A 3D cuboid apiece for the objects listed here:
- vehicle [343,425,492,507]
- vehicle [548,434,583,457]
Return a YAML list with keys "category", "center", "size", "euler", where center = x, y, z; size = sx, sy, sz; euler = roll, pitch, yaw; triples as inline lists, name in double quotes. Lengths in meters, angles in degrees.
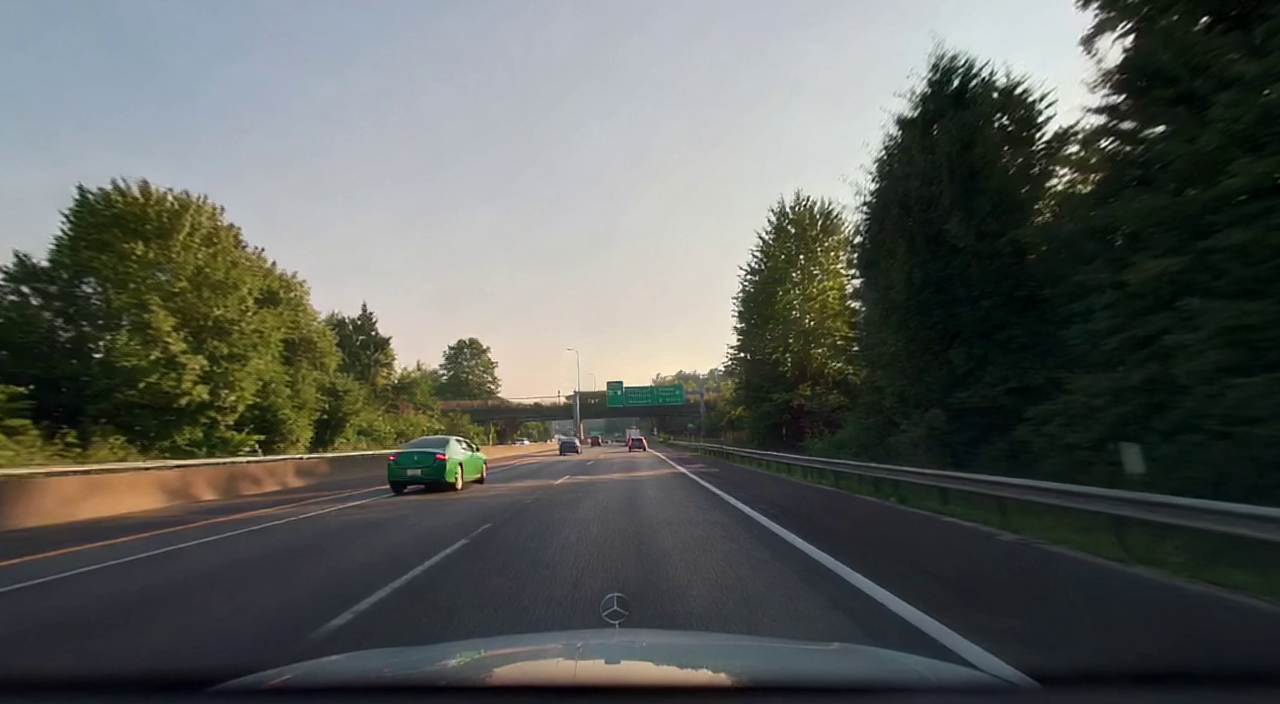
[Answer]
- category: "vehicle"
  center: [-4.625, 2.396, 13.748]
  size: [1.959, 1.514, 3.668]
  euler: [0, -8, -1]
- category: "vehicle"
  center: [-5.078, 6.446, 43.537]
  size: [1.972, 1.537, 4.173]
  euler: [0, -8, -1]
